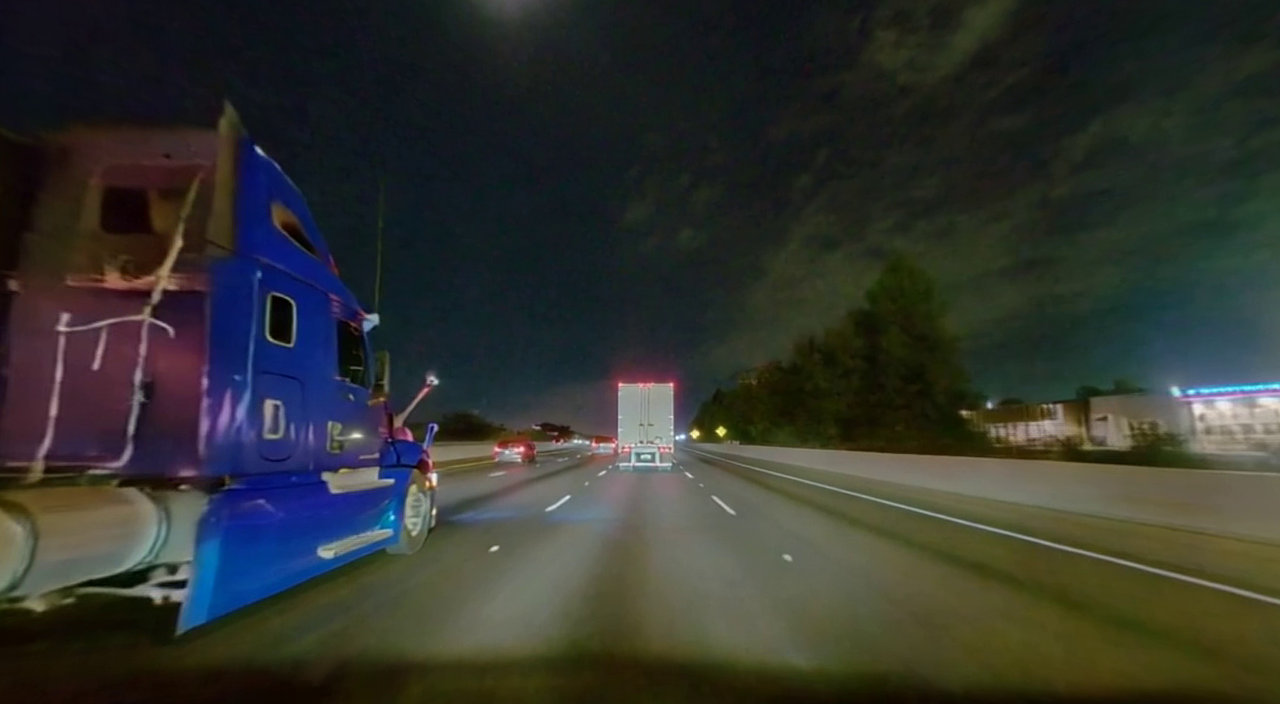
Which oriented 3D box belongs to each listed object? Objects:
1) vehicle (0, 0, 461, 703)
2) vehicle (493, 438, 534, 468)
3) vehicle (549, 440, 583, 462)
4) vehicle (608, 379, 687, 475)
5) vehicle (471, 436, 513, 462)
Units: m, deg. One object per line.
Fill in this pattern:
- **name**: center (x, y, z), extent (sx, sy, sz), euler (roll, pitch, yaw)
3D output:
- **vehicle**: center (-3.991, 0.105, 3.994), extent (3.061, 3.891, 8.658), euler (0, -9, 0)
- **vehicle**: center (-7.100, 5.693, 35.612), extent (1.736, 1.580, 2.778), euler (0, -9, 0)
- **vehicle**: center (-5.166, 6.964, 44.504), extent (1.933, 1.459, 4.478), euler (0, -9, -2)
- **vehicle**: center (0.274, 3.540, 28.614), extent (2.941, 3.604, 9.851), euler (0, -9, 0)
- **vehicle**: center (-10.763, 7.118, 46.283), extent (1.969, 1.757, 4.453), euler (0, -9, 1)
